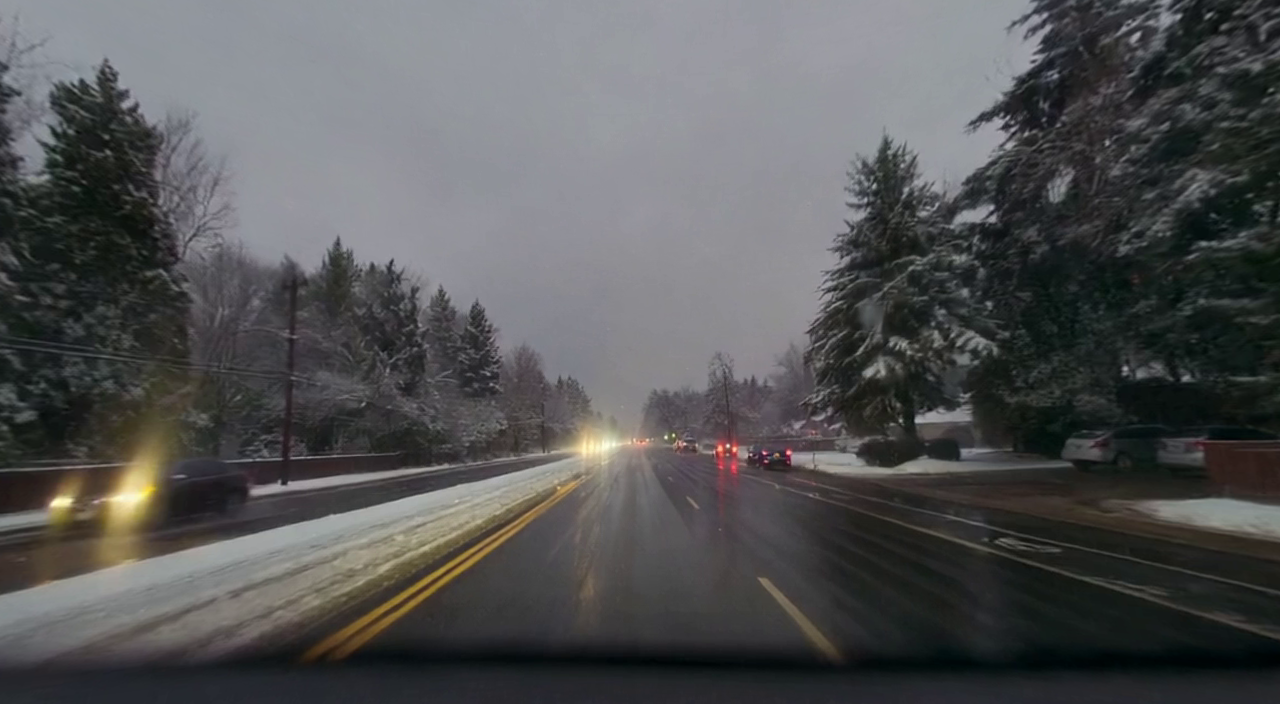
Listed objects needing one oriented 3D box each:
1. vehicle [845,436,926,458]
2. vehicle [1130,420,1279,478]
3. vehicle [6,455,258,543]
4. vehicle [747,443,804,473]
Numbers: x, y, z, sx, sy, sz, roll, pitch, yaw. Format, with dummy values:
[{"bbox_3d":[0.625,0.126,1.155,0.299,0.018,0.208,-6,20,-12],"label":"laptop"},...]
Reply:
[{"bbox_3d":[17.524,6.822,45.309,4.793,1.537,2.353,1,-9,-6],"label":"vehicle"},{"bbox_3d":[17.486,2.830,18.526,4.482,1.566,2.034,0,-8,-1],"label":"vehicle"},{"bbox_3d":[-10.705,3.067,13.869,1.913,1.519,4.335,0,-8,0],"label":"vehicle"},{"bbox_3d":[7.148,5.623,33.784,2.010,1.469,4.548,0,-8,0],"label":"vehicle"}]
